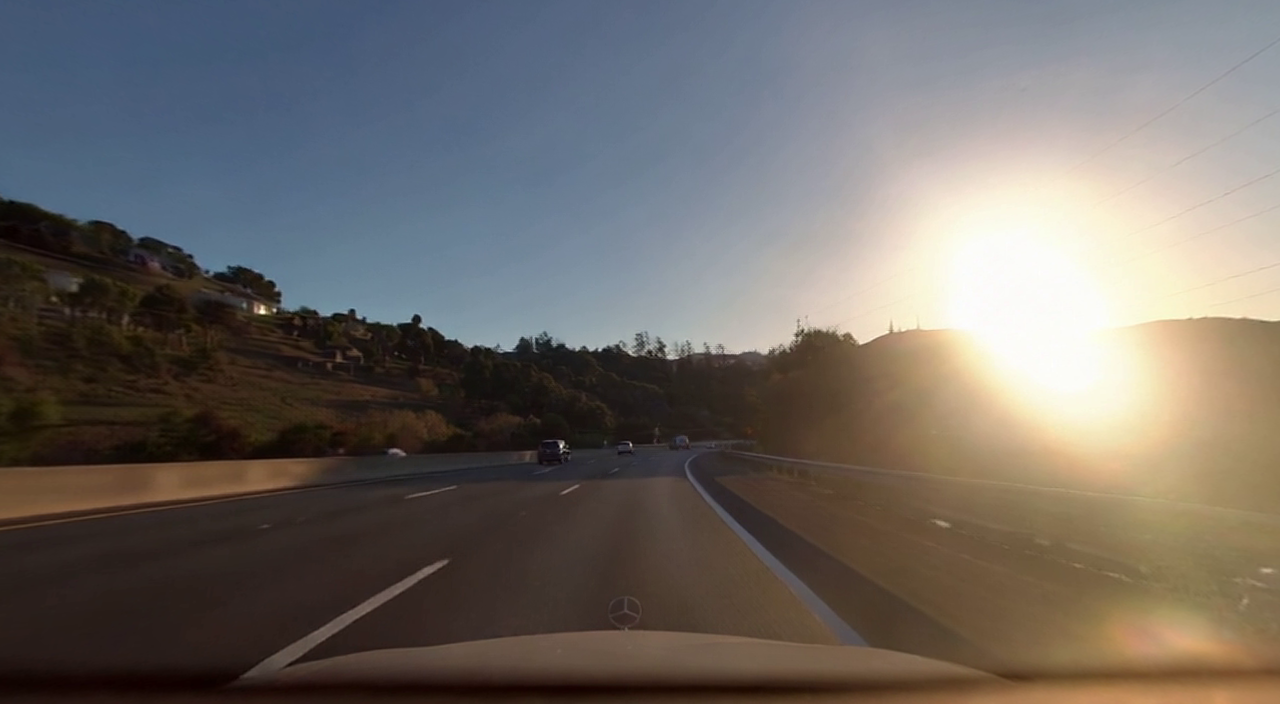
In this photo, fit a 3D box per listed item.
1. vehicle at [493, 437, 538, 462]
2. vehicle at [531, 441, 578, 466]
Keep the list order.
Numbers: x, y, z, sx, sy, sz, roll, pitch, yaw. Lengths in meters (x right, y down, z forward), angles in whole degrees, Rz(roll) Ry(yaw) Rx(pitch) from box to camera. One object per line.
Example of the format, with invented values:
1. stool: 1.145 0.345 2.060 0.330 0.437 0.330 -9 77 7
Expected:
1. vehicle: -9.119 7.221 46.458 2.063 1.743 4.392 -1 -9 5
2. vehicle: -5.318 6.377 39.552 2.010 1.489 4.456 -1 -9 4
